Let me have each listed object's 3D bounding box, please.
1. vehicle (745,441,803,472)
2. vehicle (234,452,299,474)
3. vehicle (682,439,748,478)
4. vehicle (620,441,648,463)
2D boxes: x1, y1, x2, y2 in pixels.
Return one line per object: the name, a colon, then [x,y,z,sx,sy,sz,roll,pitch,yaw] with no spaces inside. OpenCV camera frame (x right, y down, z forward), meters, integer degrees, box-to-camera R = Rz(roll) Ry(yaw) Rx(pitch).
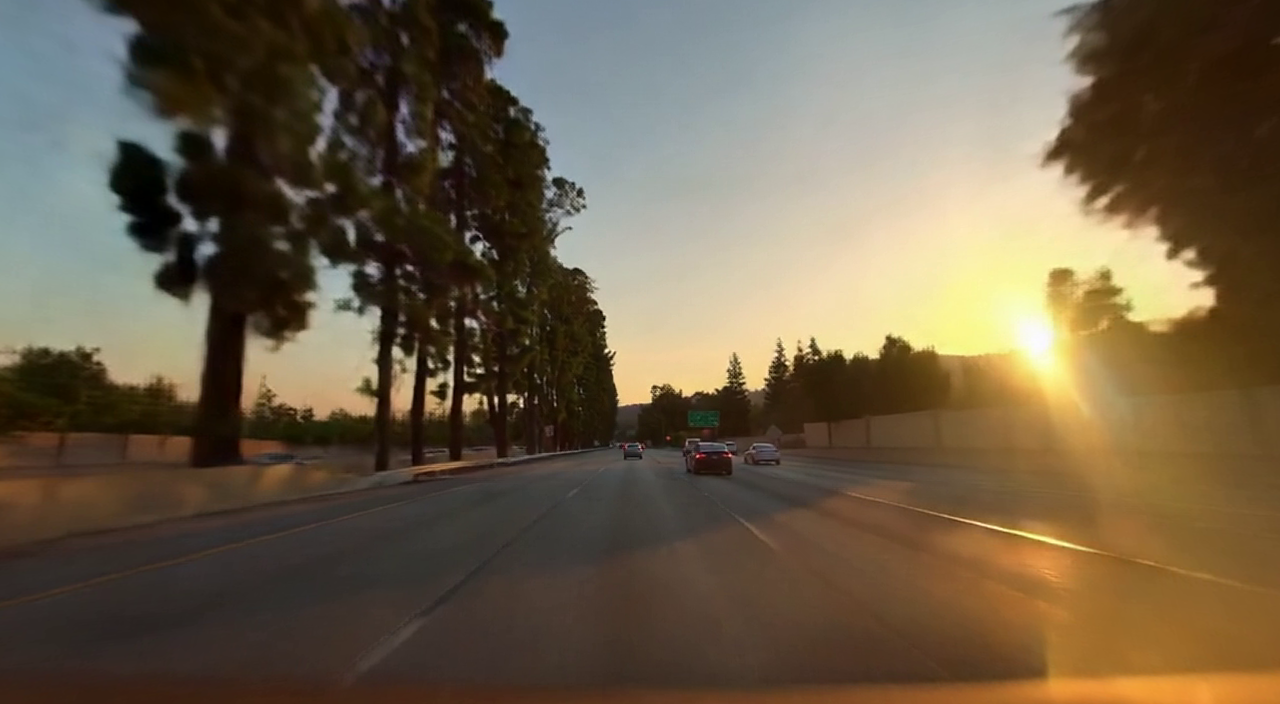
vehicle: [6.991,5.479,33.420,1.946,1.497,4.467,0,-8,-2]
vehicle: [-26.786,7.940,45.514,1.882,1.470,4.599,0,-9,0]
vehicle: [3.042,4.434,26.548,2.076,1.472,4.562,0,-8,-2]
vehicle: [-0.491,7.544,47.872,2.029,1.595,4.207,0,-8,-1]
